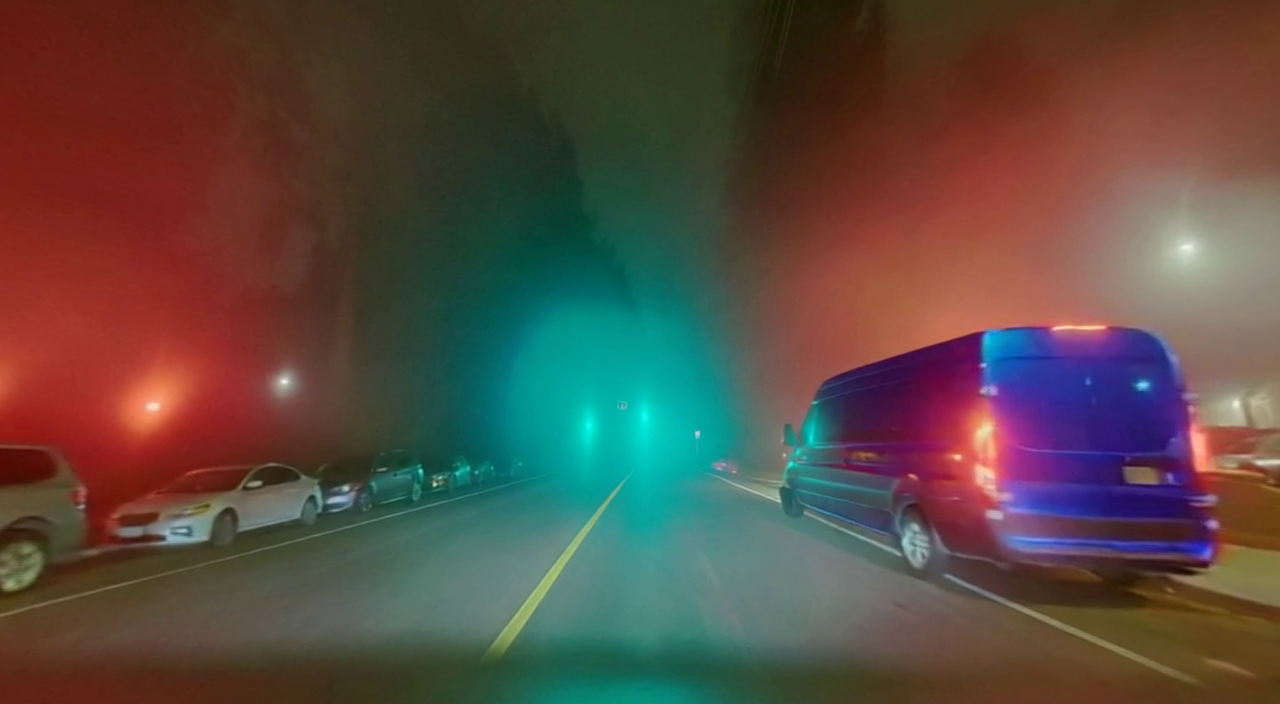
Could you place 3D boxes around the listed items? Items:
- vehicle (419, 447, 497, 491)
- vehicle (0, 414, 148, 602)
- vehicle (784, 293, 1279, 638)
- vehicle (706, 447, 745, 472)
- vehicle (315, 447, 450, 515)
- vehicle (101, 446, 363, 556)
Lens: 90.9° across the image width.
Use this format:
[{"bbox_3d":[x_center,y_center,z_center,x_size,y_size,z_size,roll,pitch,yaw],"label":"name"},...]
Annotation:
[{"bbox_3d":[-6.692,4.318,23.582,1.738,1.470,3.648,-1,-8,2],"label":"vehicle"},{"bbox_3d":[-7.054,1.356,5.149,1.984,1.745,4.866,-1,-8,2],"label":"vehicle"},{"bbox_3d":[4.448,1.450,8.767,3.089,2.882,6.770,-1,-9,-1],"label":"vehicle"},{"bbox_3d":[5.188,6.585,38.791,1.849,1.415,4.181,0,-8,1],"label":"vehicle"},{"bbox_3d":[-6.697,3.350,16.945,1.832,1.439,4.337,-2,-8,0],"label":"vehicle"},{"bbox_3d":[-6.871,2.478,11.326,1.718,1.435,4.370,-3,-8,2],"label":"vehicle"}]
